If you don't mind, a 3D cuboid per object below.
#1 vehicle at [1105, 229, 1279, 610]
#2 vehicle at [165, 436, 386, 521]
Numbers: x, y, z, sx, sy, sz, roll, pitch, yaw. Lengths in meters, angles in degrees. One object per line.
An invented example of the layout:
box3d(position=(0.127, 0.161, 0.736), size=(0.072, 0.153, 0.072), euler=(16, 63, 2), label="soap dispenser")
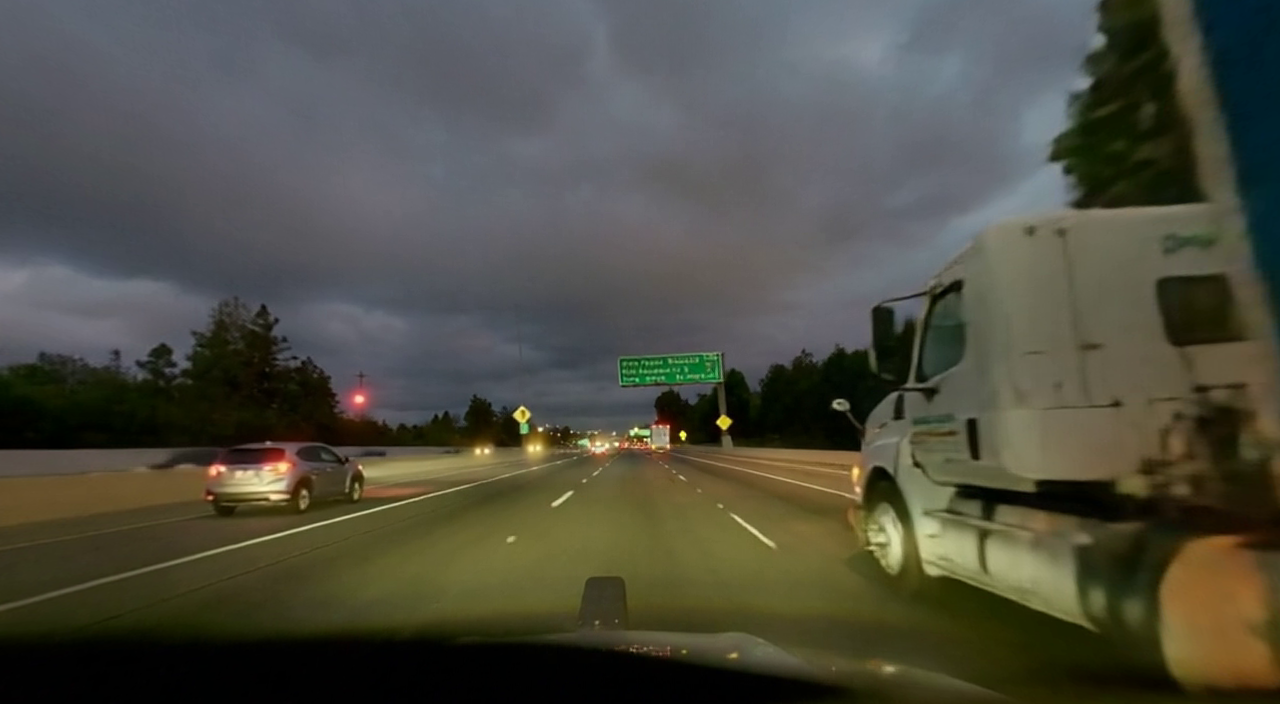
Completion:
box3d(position=(6.153, 0.225, 2.944), size=(2.530, 2.821, 6.720), euler=(0, -9, -3), label="vehicle")
box3d(position=(-7.384, 2.584, 13.493), size=(2.033, 1.494, 4.508), euler=(0, -9, 0), label="vehicle")
